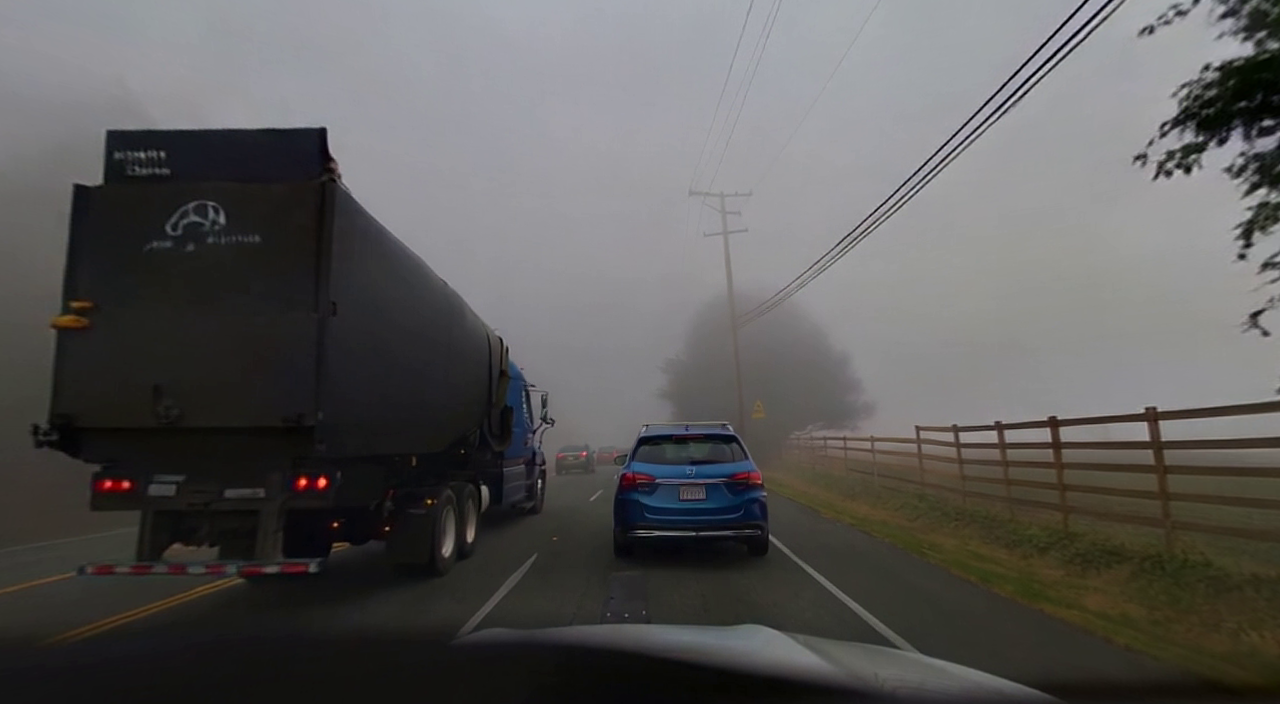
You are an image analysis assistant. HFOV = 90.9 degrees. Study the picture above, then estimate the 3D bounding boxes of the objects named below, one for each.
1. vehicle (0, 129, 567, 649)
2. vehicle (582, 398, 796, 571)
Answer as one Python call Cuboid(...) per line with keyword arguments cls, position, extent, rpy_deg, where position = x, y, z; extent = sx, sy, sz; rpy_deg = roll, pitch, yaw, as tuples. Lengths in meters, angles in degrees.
Cuboid(cls="vehicle", position=(-3.097, 0.820, 8.889), extent=(2.928, 3.658, 8.980), rpy_deg=(0, -9, 1))
Cuboid(cls="vehicle", position=(0.464, 1.657, 8.551), extent=(2.174, 1.749, 4.113), rpy_deg=(0, -9, -1))
